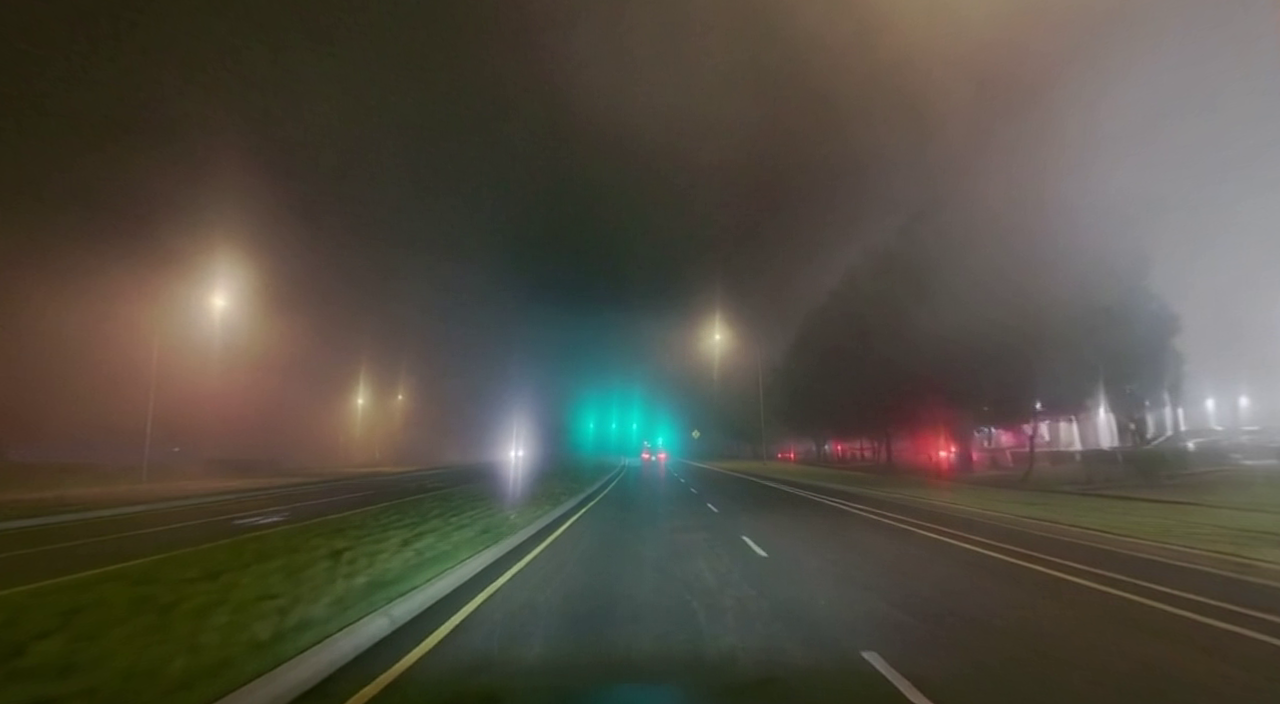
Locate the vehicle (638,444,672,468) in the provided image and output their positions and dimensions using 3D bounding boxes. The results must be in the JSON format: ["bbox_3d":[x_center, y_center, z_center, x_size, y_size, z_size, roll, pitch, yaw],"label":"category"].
[{"bbox_3d":[1.041,7.538,46.008,2.158,1.600,3.865,0,-9,-2],"label":"vehicle"}]

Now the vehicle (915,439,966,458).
[{"bbox_3d":[23.316,7.509,49.197,1.825,1.414,3.627,1,-8,-8],"label":"vehicle"}]
